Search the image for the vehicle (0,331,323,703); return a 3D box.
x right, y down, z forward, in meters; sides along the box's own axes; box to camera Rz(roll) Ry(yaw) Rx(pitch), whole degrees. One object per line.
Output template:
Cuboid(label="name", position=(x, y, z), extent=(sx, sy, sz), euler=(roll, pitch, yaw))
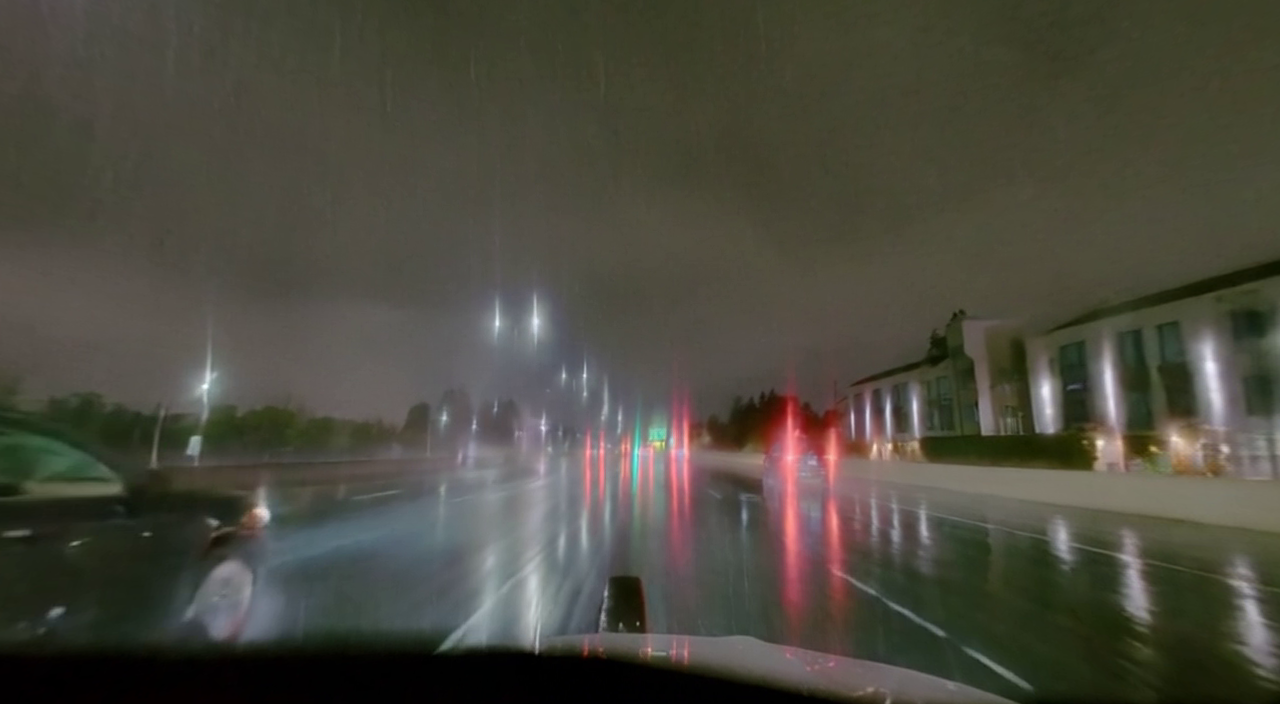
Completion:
Cuboid(label="vehicle", position=(-3.346, 0.772, 2.087), extent=(2.075, 1.721, 4.763), euler=(0, -9, 0))
